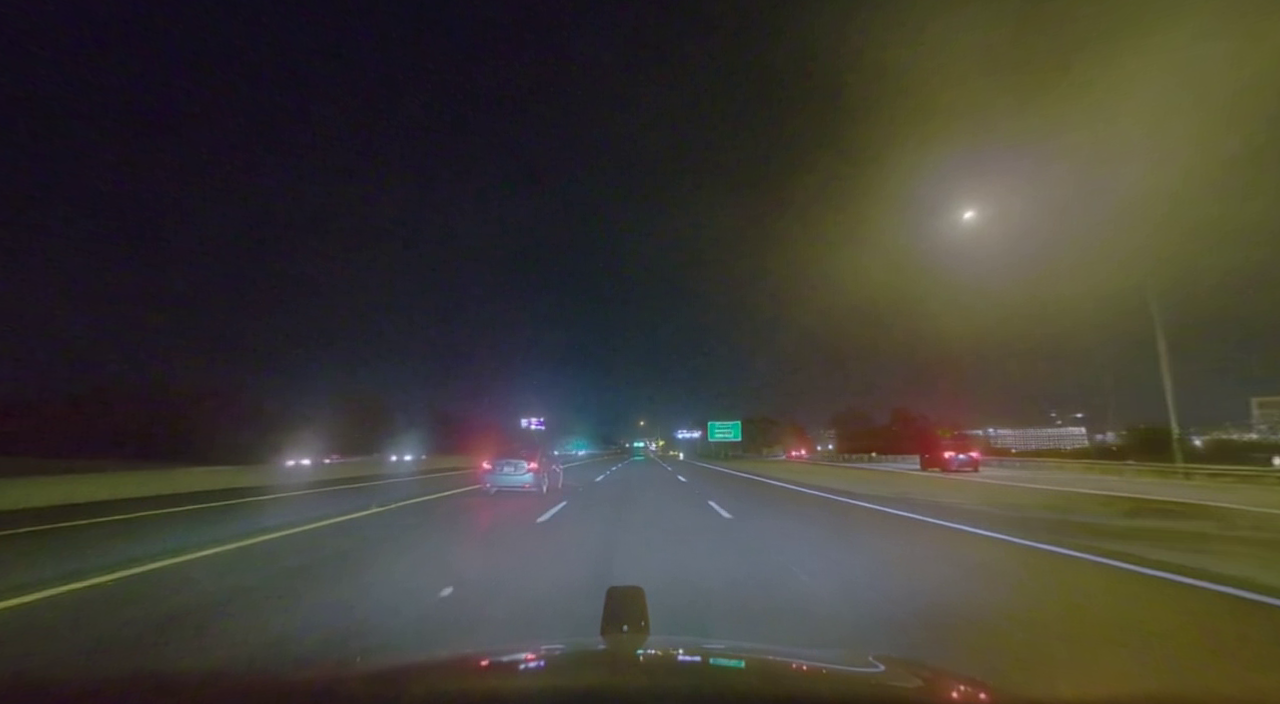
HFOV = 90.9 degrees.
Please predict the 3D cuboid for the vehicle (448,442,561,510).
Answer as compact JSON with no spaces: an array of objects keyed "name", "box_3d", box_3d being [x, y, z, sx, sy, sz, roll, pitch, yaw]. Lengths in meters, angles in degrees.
[{"name":"vehicle","box_3d":[-3.298,3.080,16.176,1.968,1.504,3.892,0,-8,1]}]
